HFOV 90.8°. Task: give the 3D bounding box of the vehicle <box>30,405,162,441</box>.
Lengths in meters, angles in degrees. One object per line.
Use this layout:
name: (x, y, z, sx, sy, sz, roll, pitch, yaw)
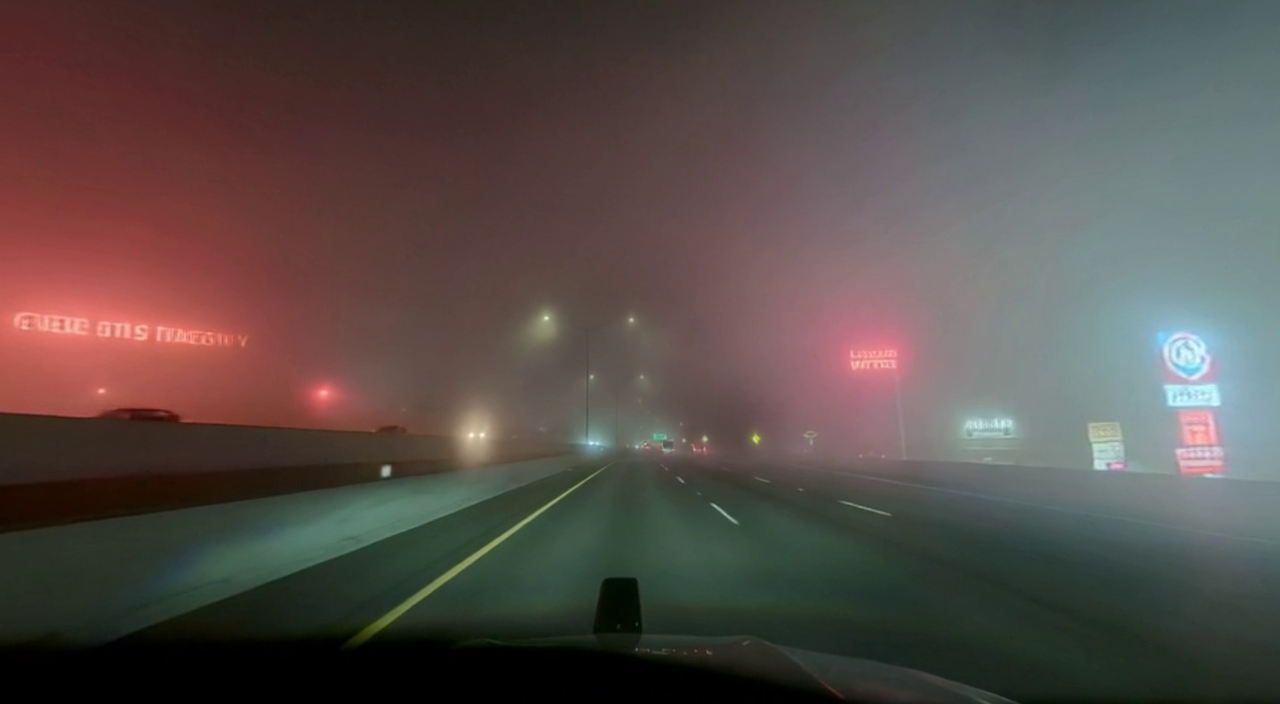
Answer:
vehicle: (-25.472, 3.411, 29.823, 1.984, 1.512, 4.760, 0, -9, 0)
